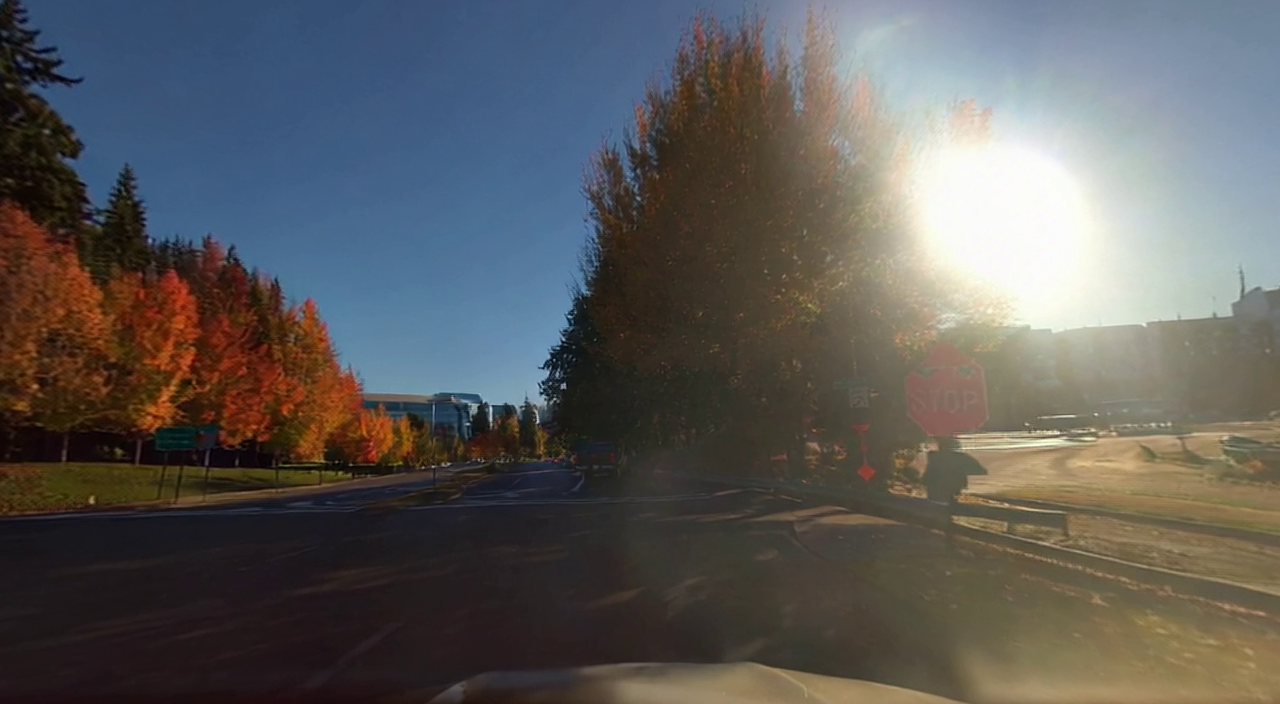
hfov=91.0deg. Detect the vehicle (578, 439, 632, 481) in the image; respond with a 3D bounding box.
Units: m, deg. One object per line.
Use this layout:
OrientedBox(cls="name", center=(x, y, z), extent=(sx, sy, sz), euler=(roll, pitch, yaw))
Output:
OrientedBox(cls="vehicle", center=(-1.733, 5.681, 33.425), extent=(2.284, 2.012, 5.607), euler=(-1, -9, 3))
